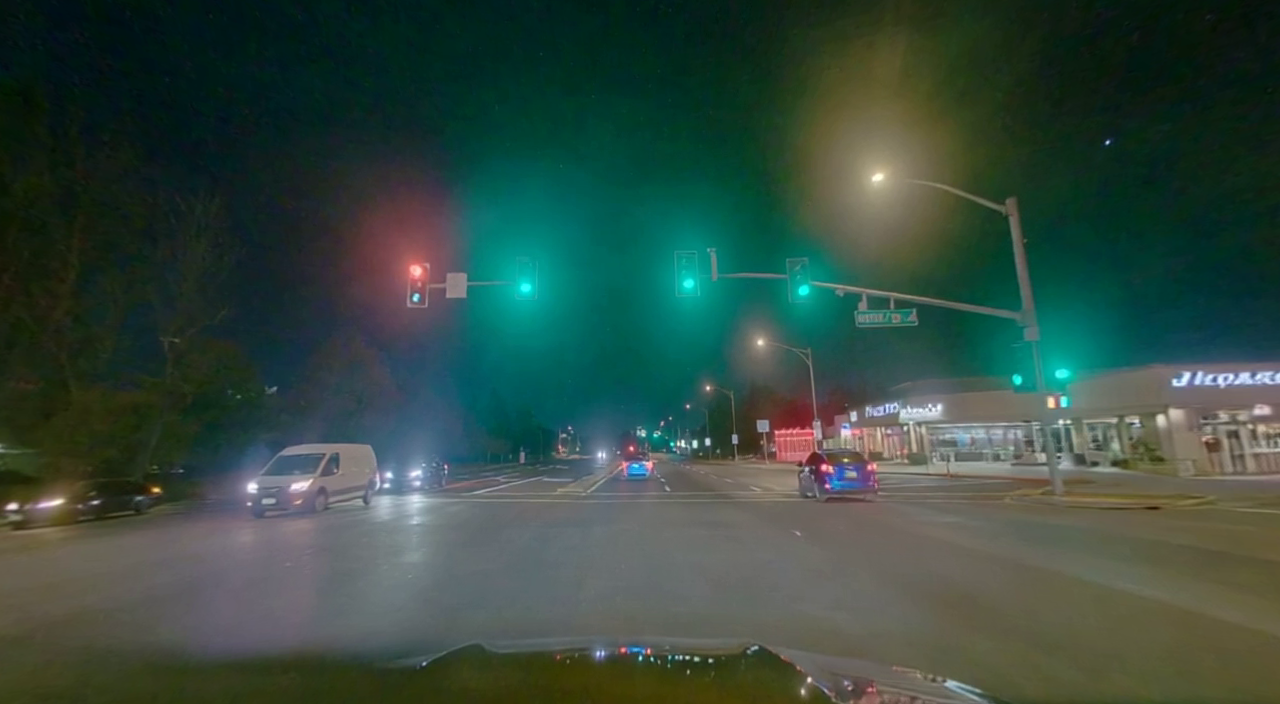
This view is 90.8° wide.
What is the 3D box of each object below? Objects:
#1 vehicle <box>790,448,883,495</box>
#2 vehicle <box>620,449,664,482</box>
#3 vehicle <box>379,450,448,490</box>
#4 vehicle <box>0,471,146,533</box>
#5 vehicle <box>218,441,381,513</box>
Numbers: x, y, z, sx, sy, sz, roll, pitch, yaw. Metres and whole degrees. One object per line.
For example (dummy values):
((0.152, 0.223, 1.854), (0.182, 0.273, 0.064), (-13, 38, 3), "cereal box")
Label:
((6.684, 4.081, 21.983), (1.849, 1.464, 4.119), (0, -8, -1), "vehicle")
((0.067, 5.622, 31.479), (2.027, 1.494, 3.942), (0, -8, -1), "vehicle")
((-10.968, 5.735, 30.958), (1.911, 1.779, 4.067), (0, -8, -1), "vehicle")
((-17.788, 4.431, 19.157), (1.857, 1.433, 4.465), (0, -8, 2), "vehicle")
((-10.938, 4.003, 20.959), (2.345, 2.052, 5.396), (0, -8, 0), "vehicle")
